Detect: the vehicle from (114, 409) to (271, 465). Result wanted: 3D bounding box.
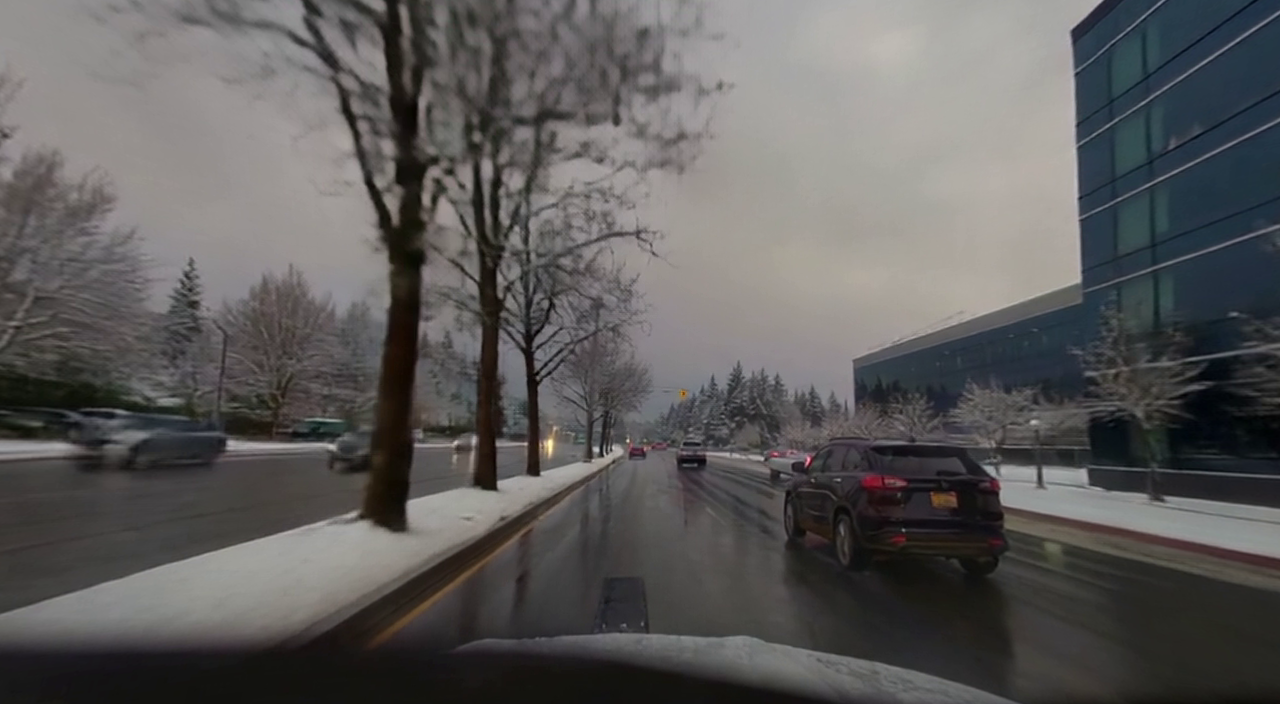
[{"bbox_3d":[-15.550,3.051,22.342,2.101,1.738,4.704,0,-9,0],"label":"vehicle"}]

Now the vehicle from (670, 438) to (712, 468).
[{"bbox_3d":[3.221,6.498,40.712,2.154,1.844,4.634,0,-9,-2],"label":"vehicle"}]

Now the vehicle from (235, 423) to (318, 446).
[{"bbox_3d":[-27.129,6.221,47.184,4.787,1.664,2.211,0,-9,-1],"label":"vehicle"}]

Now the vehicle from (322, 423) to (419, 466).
[{"bbox_3d":[-11.270,3.928,26.747,2.122,1.685,4.358,0,-9,0],"label":"vehicle"}]

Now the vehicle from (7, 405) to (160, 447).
[{"bbox_3d":[-27.120,3.746,31.122,2.149,1.809,5.973,-2,-9,0],"label":"vehicle"}]

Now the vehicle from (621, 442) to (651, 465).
[{"bbox_3d":[-0.254,6.926,43.282,1.991,1.477,3.814,0,-9,0],"label":"vehicle"}]

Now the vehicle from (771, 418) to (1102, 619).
[{"bbox_3d":[2.896,1.690,7.293,1.901,1.634,3.896,1,-9,0],"label":"vehicle"}]
